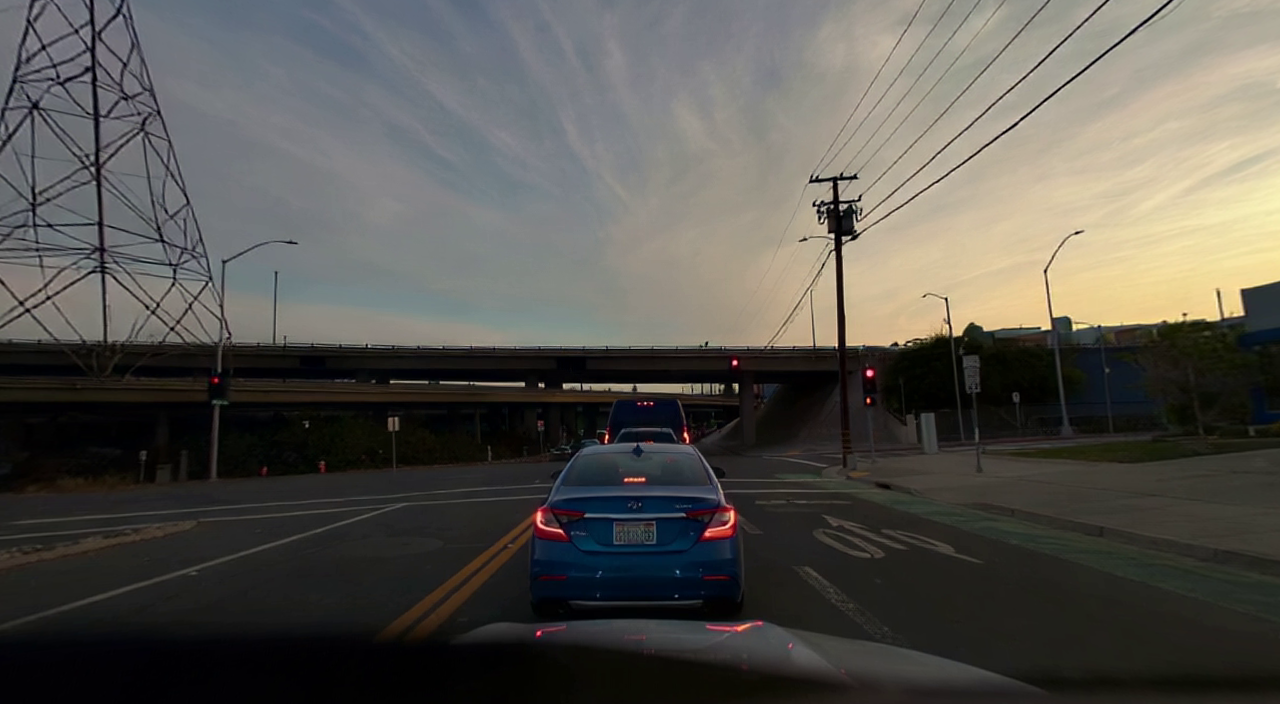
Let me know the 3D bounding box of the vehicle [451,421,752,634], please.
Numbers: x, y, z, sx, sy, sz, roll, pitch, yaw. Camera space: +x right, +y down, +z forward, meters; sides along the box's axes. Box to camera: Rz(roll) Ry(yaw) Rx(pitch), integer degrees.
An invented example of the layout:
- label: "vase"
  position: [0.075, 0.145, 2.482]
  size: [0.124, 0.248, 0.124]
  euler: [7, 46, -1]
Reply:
- label: "vehicle"
  position: [-0.235, 1.531, 6.471]
  size: [2.090, 1.458, 4.033]
  euler: [-1, -9, 1]
